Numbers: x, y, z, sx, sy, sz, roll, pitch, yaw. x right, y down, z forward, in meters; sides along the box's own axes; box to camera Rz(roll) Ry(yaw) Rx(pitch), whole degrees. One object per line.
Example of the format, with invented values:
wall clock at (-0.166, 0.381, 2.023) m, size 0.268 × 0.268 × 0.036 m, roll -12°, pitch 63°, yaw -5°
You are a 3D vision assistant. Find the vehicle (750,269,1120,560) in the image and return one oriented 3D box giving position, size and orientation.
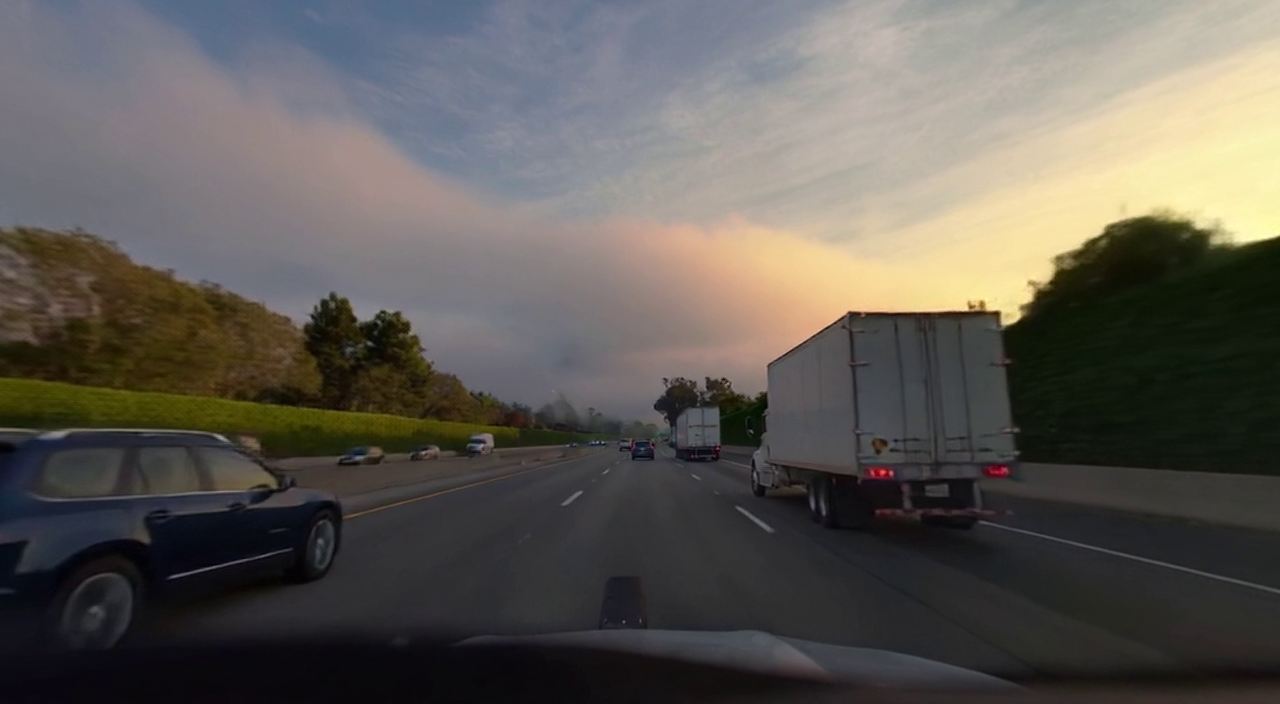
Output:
vehicle at (4.085, 1.260, 11.446) m, size 2.742 × 3.383 × 8.285 m, roll 0°, pitch -8°, yaw 1°

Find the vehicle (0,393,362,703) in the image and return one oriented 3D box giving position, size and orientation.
vehicle at (-3.755, 1.120, 4.078) m, size 1.988 × 1.488 × 4.113 m, roll 0°, pitch -8°, yaw 1°

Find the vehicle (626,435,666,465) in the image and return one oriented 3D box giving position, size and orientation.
vehicle at (0.358, 6.147, 39.601) m, size 2.389 × 1.760 × 4.473 m, roll 0°, pitch -8°, yaw 0°
